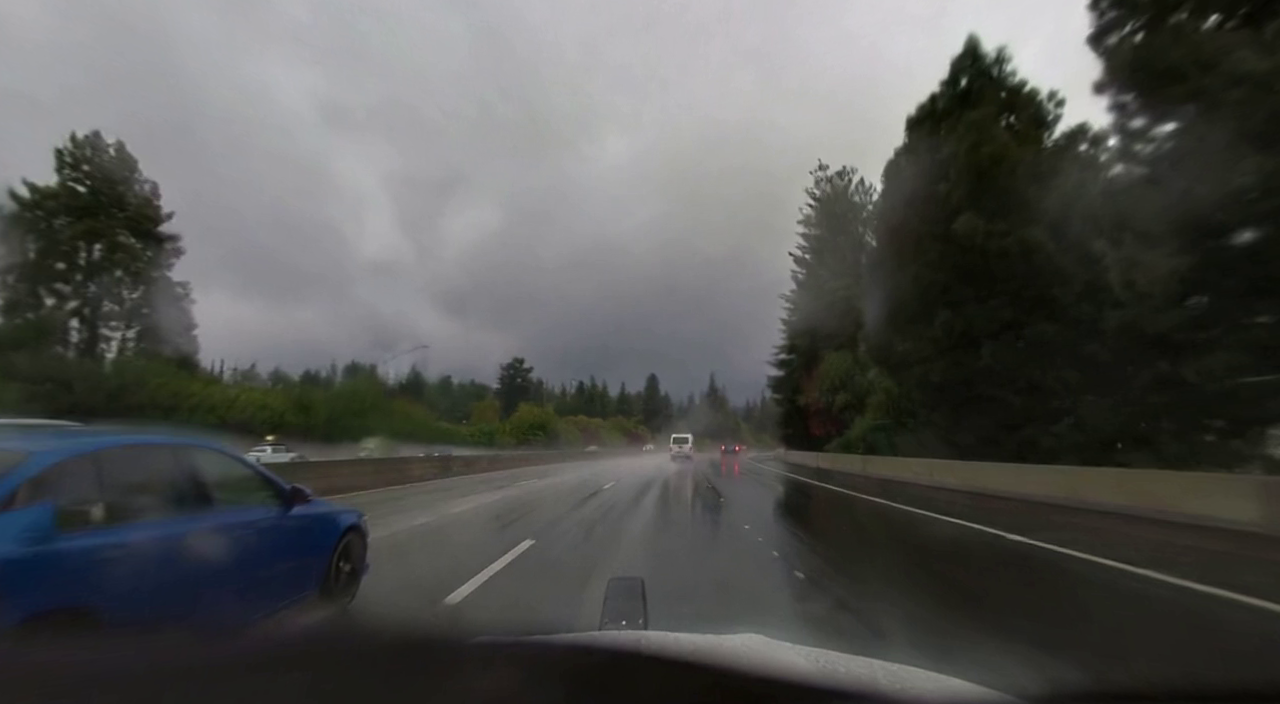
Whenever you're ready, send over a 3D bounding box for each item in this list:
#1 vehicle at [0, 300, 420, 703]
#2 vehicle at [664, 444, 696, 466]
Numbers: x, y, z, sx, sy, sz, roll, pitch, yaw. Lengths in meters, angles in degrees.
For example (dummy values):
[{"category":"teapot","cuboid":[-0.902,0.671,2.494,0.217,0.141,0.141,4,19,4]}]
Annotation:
[{"category":"vehicle","cuboid":[-3.291,0.967,3.670,2.185,1.823,4.854,0,-9,1]},{"category":"vehicle","cuboid":[2.811,7.153,44.053,2.158,1.458,3.656,-1,-9,5]}]
